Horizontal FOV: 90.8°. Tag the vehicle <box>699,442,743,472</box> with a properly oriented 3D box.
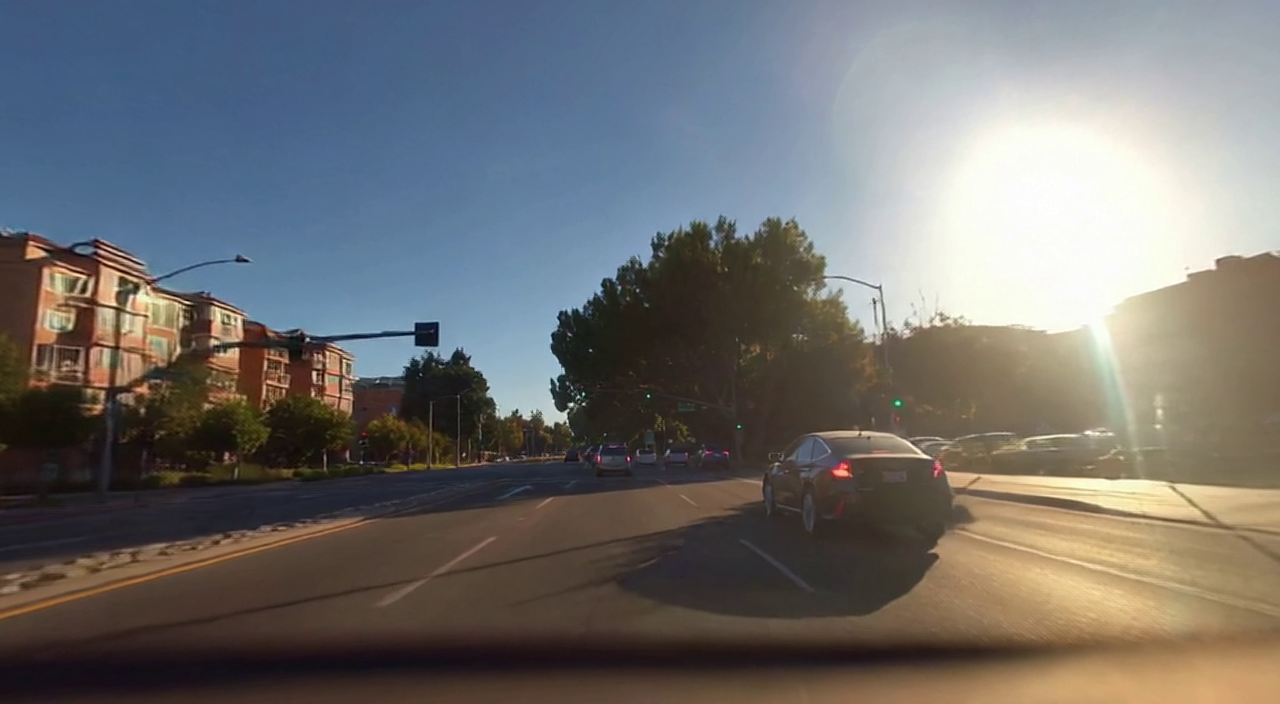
[{"bbox_3d":[5.458,7.189,43.286,2.052,1.886,5.297,0,-9,-4],"label":"vehicle"}]

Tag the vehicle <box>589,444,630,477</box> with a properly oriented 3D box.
[{"bbox_3d":[-1.623,5.875,34.357,2.101,1.641,4.341,0,-9,-2],"label":"vehicle"}]

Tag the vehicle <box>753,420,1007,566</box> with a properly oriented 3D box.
[{"bbox_3d":[3.215,2.002,9.722,1.893,1.664,4.670,0,-9,-2],"label":"vehicle"}]
